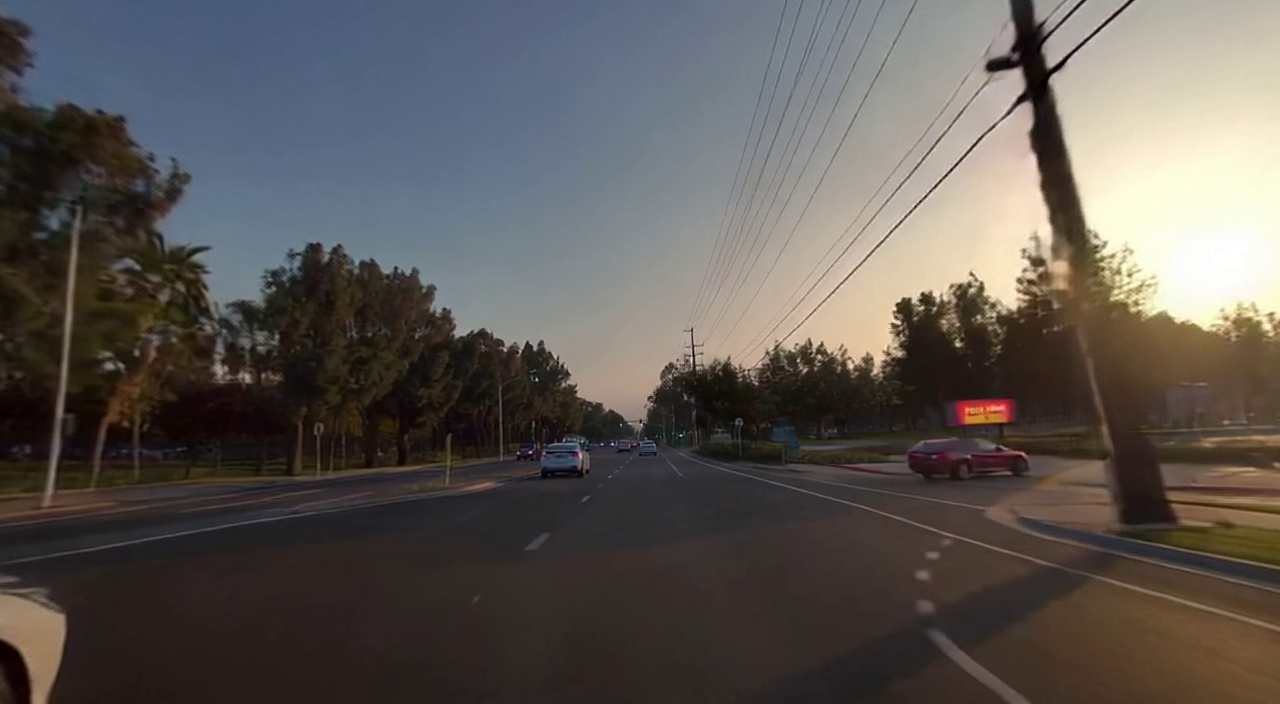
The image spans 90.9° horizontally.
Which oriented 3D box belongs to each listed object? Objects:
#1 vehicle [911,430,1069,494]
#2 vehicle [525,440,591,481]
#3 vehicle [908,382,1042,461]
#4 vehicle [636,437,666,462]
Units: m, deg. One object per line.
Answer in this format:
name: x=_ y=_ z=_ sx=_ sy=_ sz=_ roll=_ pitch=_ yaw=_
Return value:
vehicle: x=9.653 y=2.957 z=17.287 sx=4.420 sy=1.541 sz=2.062 roll=6 pitch=-11 yaw=-36
vehicle: x=-3.122 y=4.265 z=24.980 sx=1.982 sy=1.451 sz=4.152 roll=0 pitch=-9 yaw=1
vehicle: x=19.949 y=4.160 z=38.462 sx=2.923 sy=4.081 sz=8.860 roll=-3 pitch=-5 yaw=-1
vehicle: x=0.780 y=7.335 z=47.442 sx=2.155 sy=1.781 sz=3.977 roll=0 pitch=-9 yaw=1
